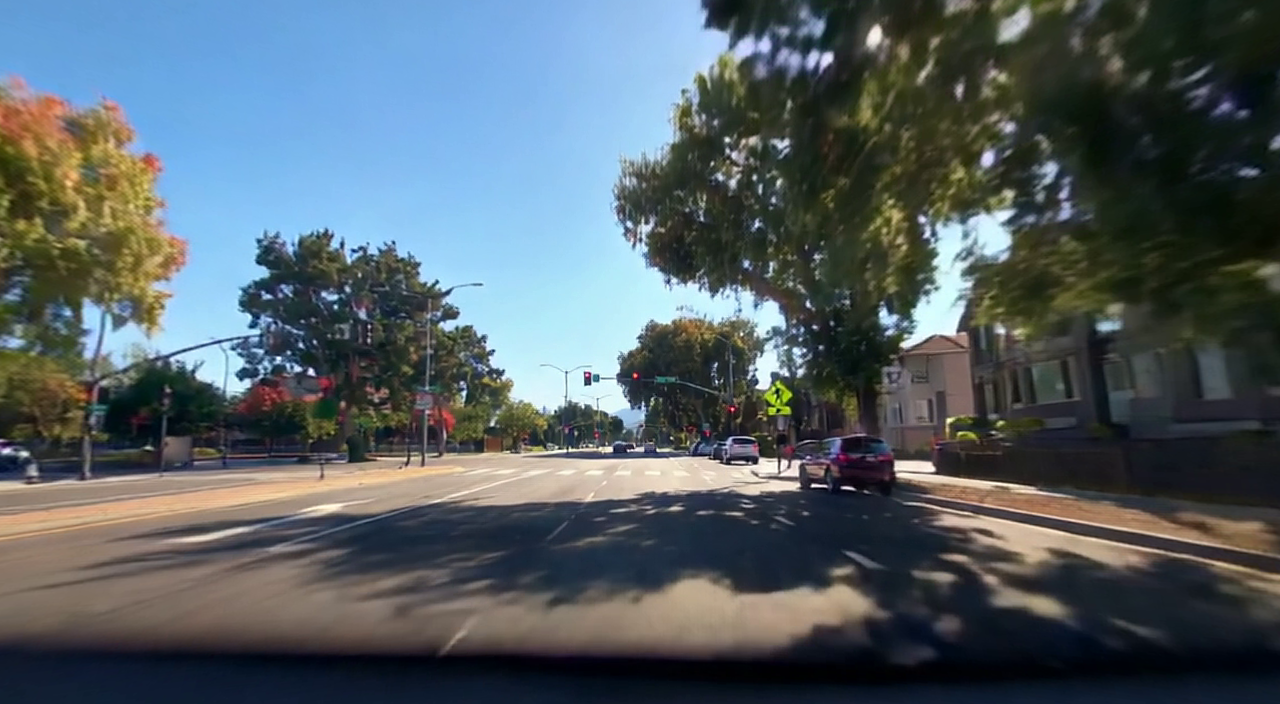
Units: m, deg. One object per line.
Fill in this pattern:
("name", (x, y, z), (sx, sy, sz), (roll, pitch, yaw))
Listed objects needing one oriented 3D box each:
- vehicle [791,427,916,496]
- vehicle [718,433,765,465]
("vehicle", (6.106, 3.192, 18.753), (2.094, 1.766, 4.792), (0, -8, 1))
("vehicle", (6.586, 6.382, 41.570), (2.293, 1.942, 5.004), (0, -8, 1))
